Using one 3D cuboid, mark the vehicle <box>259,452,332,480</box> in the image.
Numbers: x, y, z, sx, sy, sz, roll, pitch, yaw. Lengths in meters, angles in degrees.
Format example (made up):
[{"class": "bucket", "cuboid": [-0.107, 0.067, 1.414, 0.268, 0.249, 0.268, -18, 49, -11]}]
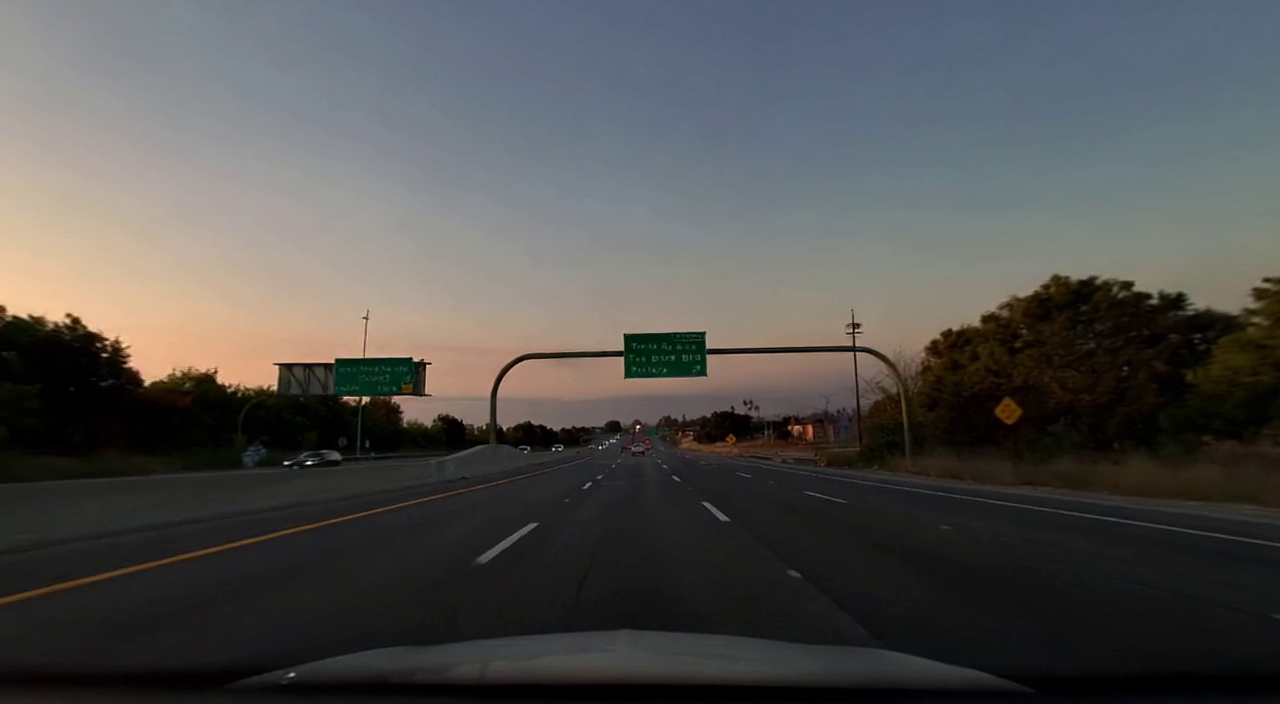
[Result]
[{"class": "vehicle", "cuboid": [-20.897, 6.908, 38.448, 1.830, 1.527, 4.557, 0, -9, 1]}]
